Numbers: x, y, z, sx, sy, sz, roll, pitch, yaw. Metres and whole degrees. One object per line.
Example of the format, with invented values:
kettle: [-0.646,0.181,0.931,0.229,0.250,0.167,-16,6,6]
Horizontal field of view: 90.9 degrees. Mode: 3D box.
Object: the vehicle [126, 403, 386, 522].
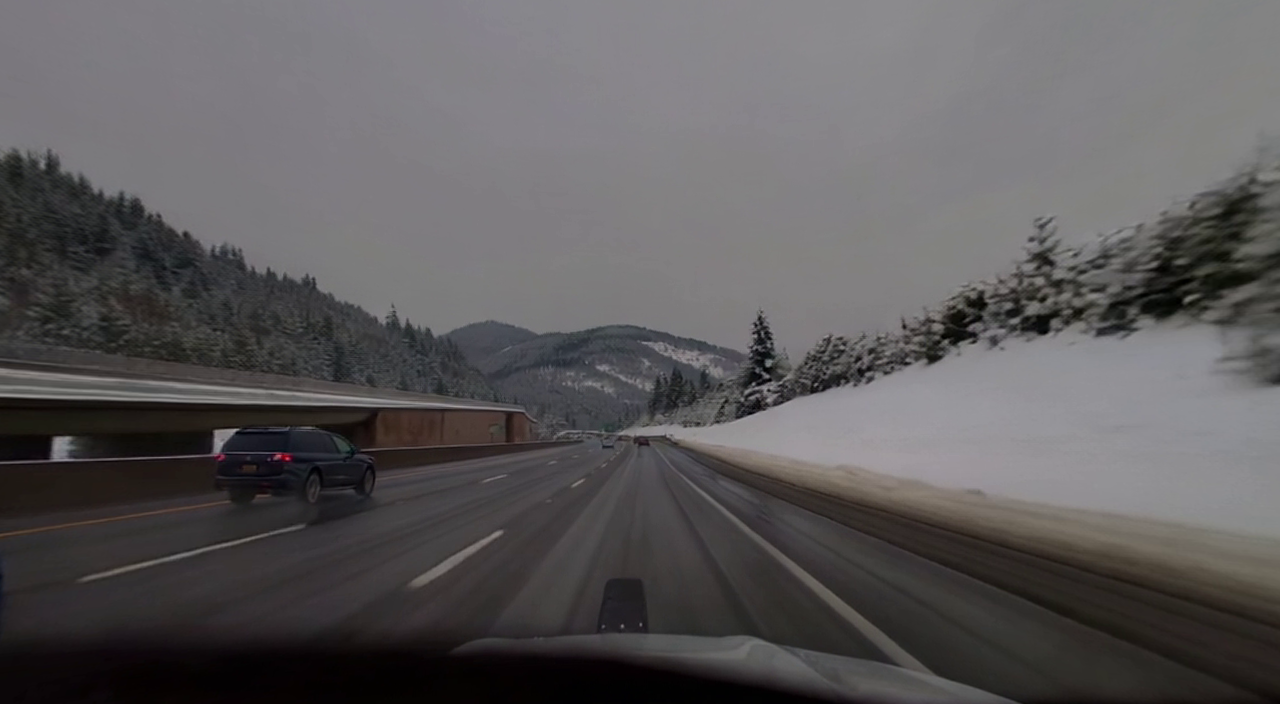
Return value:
vehicle: [-7.322,2.186,12.891,2.151,1.925,4.945,0,-9,0]
